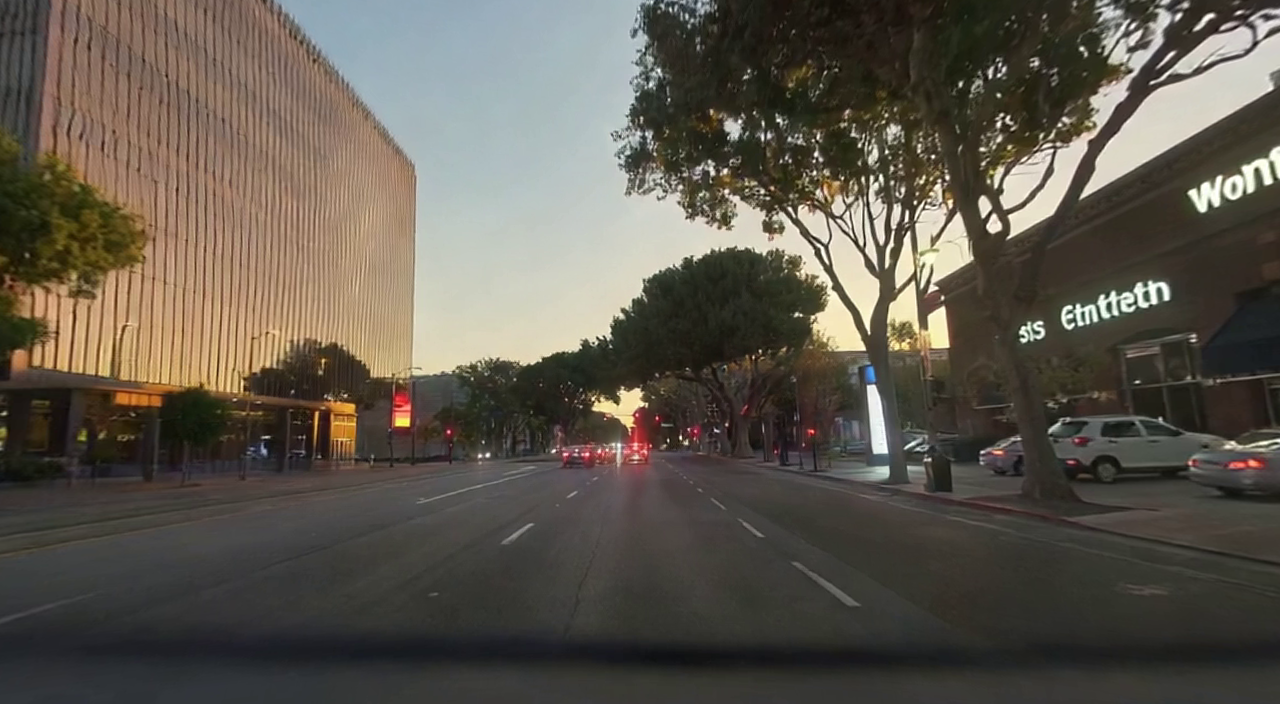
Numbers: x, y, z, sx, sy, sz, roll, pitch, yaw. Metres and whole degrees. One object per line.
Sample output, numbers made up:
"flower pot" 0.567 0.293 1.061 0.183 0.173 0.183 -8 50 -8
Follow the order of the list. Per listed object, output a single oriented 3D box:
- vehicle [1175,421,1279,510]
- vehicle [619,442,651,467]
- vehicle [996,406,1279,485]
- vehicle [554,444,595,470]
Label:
"vehicle" 13.061 2.029 11.508 4.569 1.483 2.127 -1 -9 3
"vehicle" -0.341 6.792 41.983 2.042 1.555 3.912 0 -9 0
"vehicle" 13.495 2.548 17.164 6.063 1.949 2.531 0 -9 2
"vehicle" -3.981 6.465 39.160 2.020 1.457 4.496 0 -9 0
